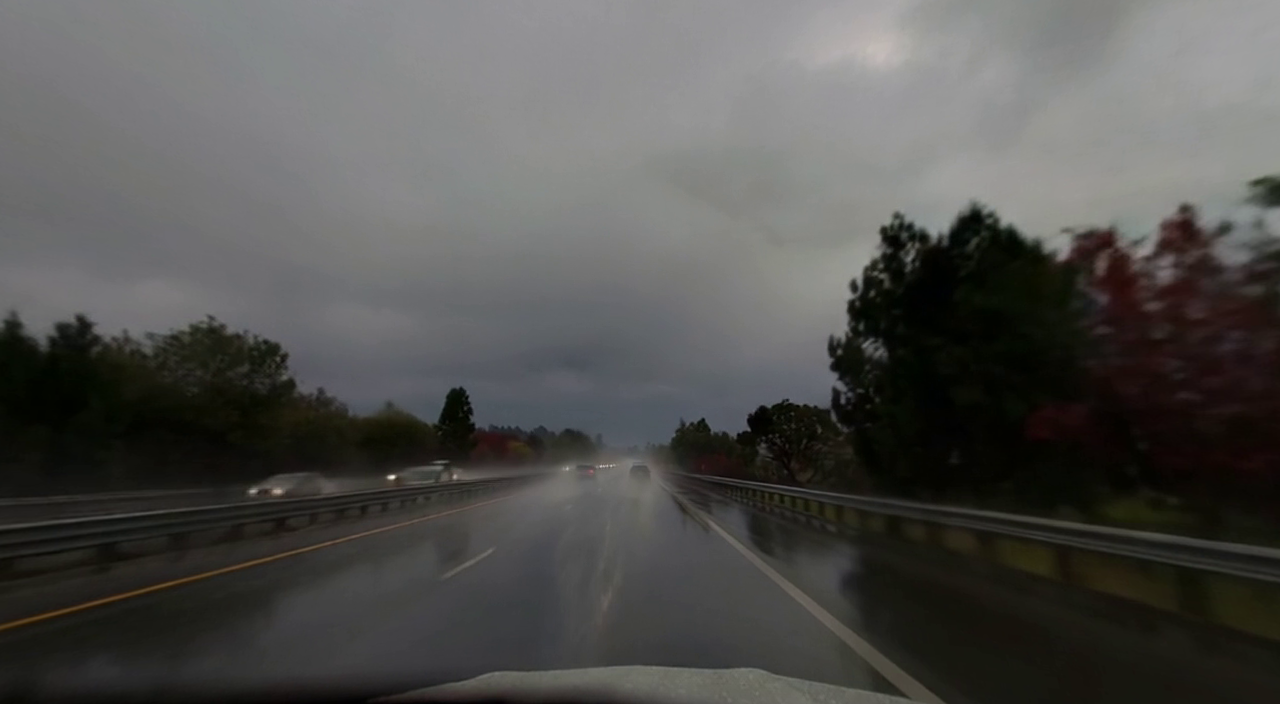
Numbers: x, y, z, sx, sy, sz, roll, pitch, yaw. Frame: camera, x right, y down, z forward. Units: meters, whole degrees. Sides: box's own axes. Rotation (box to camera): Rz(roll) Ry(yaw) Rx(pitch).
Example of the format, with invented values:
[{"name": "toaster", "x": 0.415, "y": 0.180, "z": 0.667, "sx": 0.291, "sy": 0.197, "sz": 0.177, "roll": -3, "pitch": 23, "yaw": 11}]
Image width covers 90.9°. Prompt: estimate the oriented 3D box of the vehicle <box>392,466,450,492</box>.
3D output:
[{"name": "vehicle", "x": -13.126, "y": 7.615, "z": 38.021, "sx": 1.882, "sy": 1.445, "sz": 4.296, "roll": 1, "pitch": -11, "yaw": 1}]
